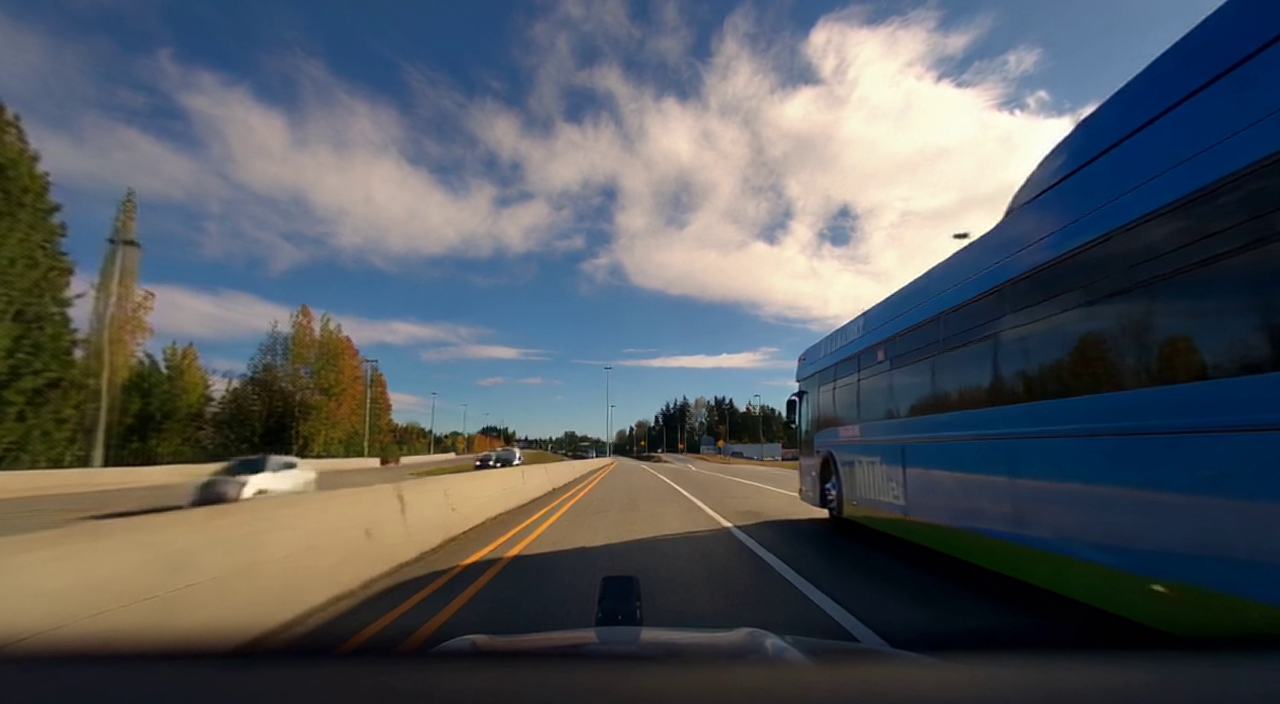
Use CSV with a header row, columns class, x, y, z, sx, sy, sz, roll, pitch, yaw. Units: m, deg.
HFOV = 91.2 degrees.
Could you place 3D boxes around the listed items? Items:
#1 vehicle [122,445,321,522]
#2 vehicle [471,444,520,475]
class,x,y,z,sx,sy,sz,roll,pitch,yaw
vehicle,-9.197,2.874,14.249,1.868,1.477,3.860,0,-8,-1
vehicle,-9.246,6.894,40.489,2.033,1.845,4.537,0,-8,0
